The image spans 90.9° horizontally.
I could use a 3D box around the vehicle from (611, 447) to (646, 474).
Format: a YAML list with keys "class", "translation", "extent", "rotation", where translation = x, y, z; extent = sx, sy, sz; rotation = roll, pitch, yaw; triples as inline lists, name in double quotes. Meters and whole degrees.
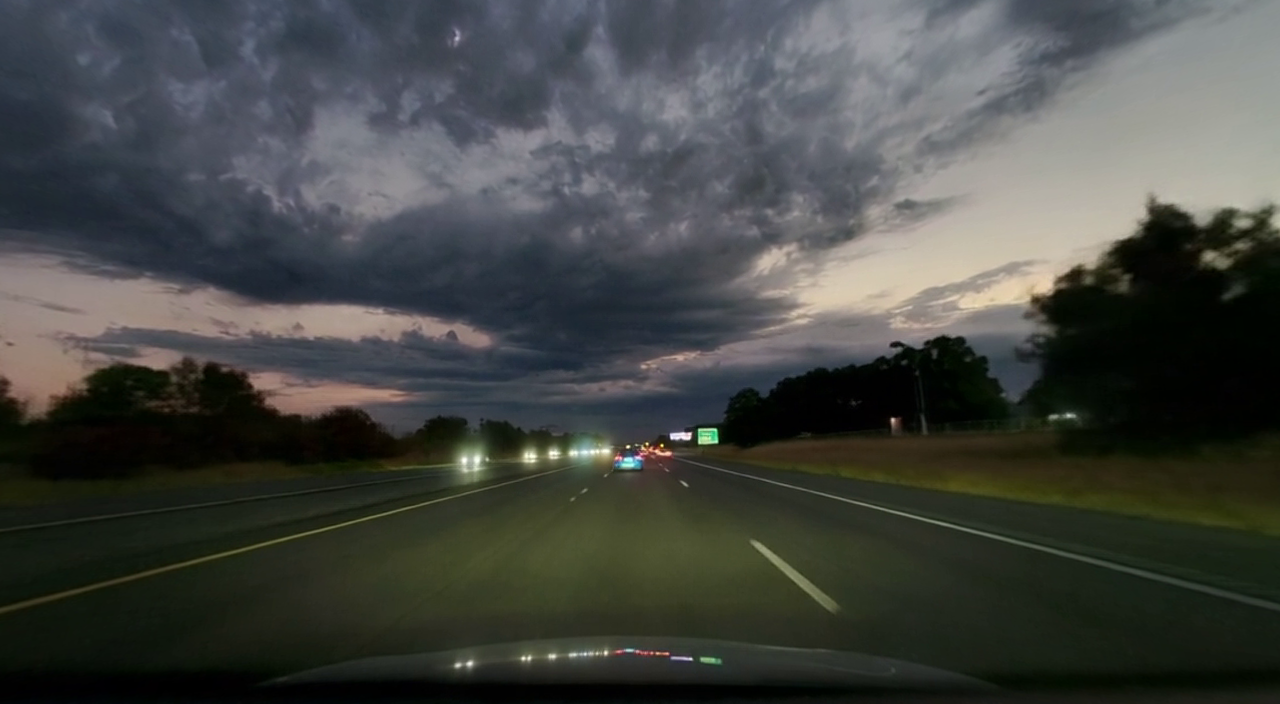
- class: "vehicle"
  translation: [-0.636, 6.380, 37.141]
  extent: [1.916, 1.494, 4.335]
  rotation: [0, -9, 0]
